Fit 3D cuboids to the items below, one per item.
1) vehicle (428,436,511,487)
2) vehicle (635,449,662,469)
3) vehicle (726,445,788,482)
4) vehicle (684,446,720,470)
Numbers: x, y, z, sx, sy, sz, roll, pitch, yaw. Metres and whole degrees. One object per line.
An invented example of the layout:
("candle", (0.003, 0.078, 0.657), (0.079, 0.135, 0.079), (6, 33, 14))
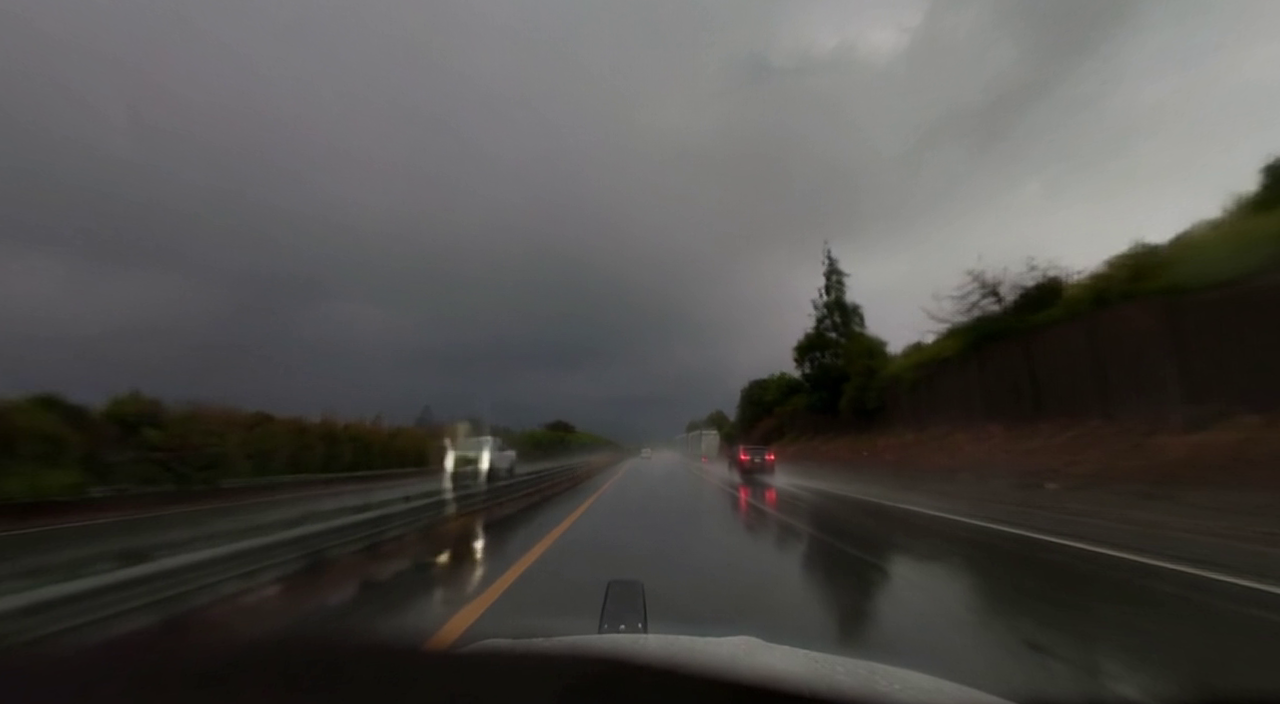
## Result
("vehicle", (-7.685, 4.993, 29.037), (2.411, 2.127, 4.889), (0, -9, 1))
("vehicle", (0.613, 8.188, 48.197), (1.991, 1.459, 3.769), (0, -9, 0))
("vehicle", (5.100, 4.908, 27.921), (1.964, 1.513, 3.707), (0, -9, -1))
("vehicle", (4.477, 7.708, 45.992), (2.122, 1.662, 4.392), (0, -9, 0))
